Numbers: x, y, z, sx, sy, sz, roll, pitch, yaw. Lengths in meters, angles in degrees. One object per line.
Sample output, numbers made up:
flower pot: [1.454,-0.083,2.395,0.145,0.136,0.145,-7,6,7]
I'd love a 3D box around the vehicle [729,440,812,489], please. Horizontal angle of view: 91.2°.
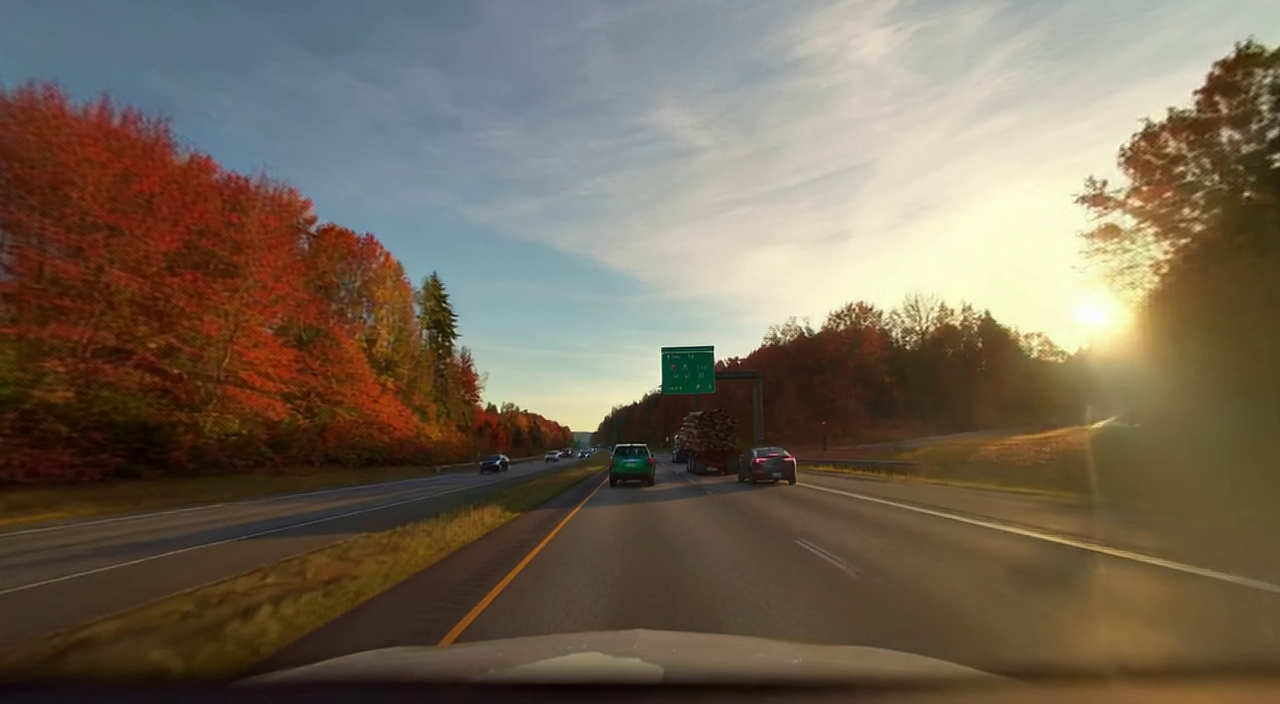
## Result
vehicle: [4.826,4.221,23.914,2.057,1.660,4.525,0,-9,-2]

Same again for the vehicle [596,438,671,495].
vehicle: [-0.207,3.790,21.052,2.263,1.699,3.936,0,-9,0]

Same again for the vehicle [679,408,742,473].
vehicle: [4.581,6.073,42.709,3.125,3.895,8.461,0,-9,-1]
